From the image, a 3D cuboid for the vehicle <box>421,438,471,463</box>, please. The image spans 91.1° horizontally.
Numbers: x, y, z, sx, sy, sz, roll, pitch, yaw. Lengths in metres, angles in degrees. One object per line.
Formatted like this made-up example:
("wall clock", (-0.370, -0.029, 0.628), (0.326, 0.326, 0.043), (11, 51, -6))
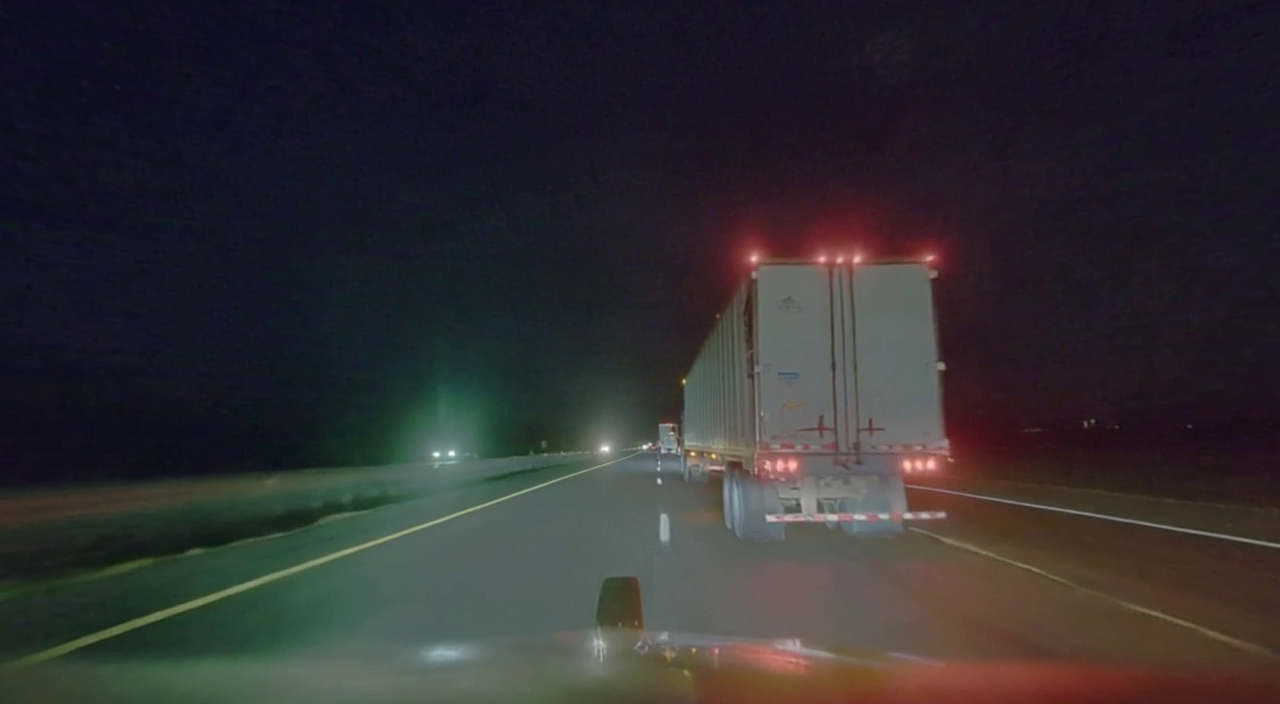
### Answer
("vehicle", (-13.806, 7.040, 45.021), (1.982, 1.685, 4.575), (0, -9, 1))
